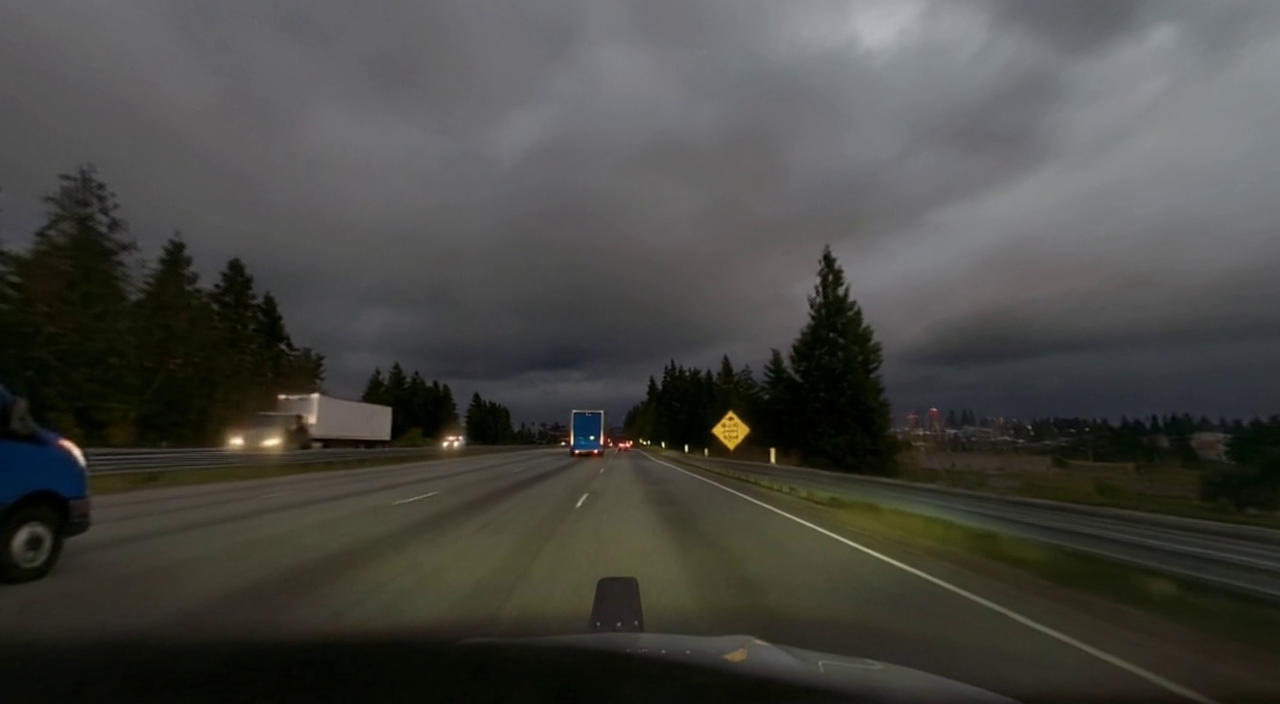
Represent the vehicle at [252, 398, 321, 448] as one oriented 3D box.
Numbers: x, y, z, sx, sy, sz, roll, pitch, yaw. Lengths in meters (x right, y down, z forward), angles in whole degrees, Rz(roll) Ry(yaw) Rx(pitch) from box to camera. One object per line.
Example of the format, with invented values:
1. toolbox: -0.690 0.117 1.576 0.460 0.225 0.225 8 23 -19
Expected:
1. vehicle: -27.302 5.551 48.810 3.342 3.725 3.185 0 -8 -2
